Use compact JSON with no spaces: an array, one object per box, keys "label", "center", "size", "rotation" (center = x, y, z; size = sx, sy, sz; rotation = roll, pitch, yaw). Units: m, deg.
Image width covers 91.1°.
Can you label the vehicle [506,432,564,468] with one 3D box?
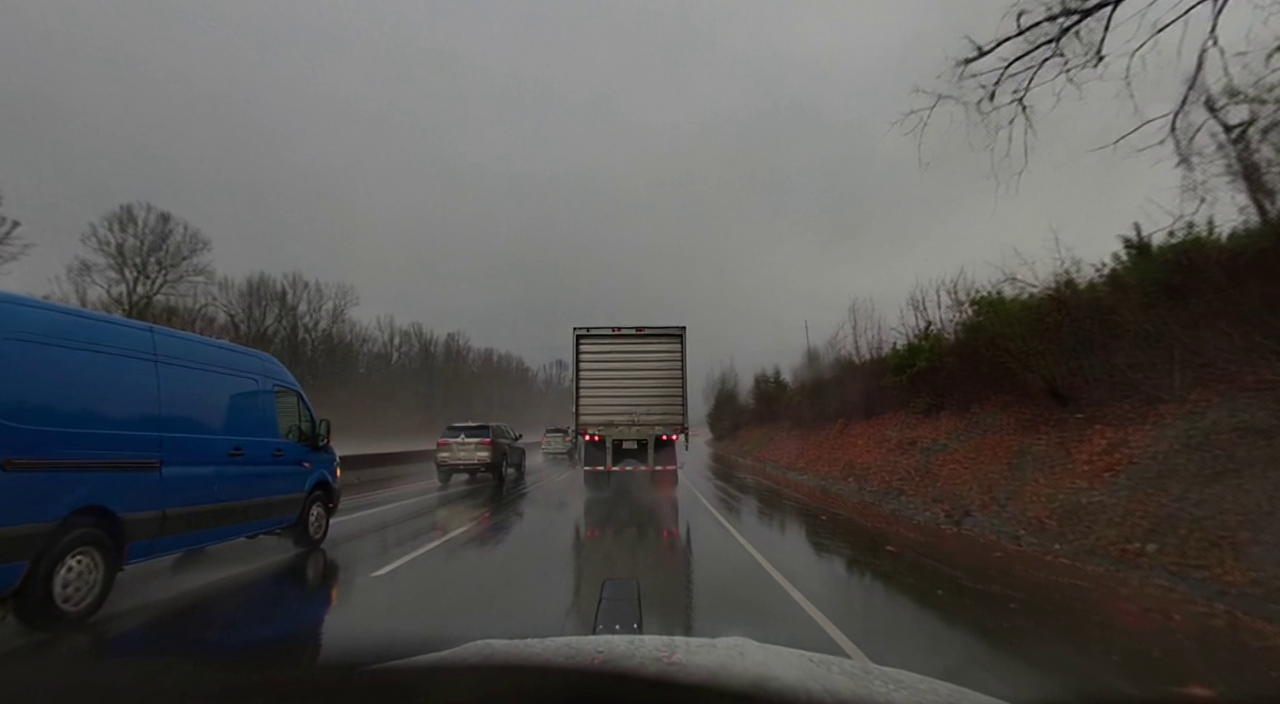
[{"label":"vehicle","center":[-4.848,4.574,29.652],"size":[1.931,1.539,4.441],"rotation":[0,-8,0]}]

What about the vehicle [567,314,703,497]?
[{"label":"vehicle","center":[-0.212,1.826,18.913],"size":[2.953,4.041,10.072],"rotation":[0,-8,-1]}]

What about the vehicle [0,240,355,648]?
[{"label":"vehicle","center":[-5.246,0.858,6.020],"size":[2.478,2.515,5.438],"rotation":[0,-8,-1]}]

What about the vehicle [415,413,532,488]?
[{"label":"vehicle","center":[-4.859,2.949,19.252],"size":[2.168,1.985,4.952],"rotation":[0,-8,0]}]
